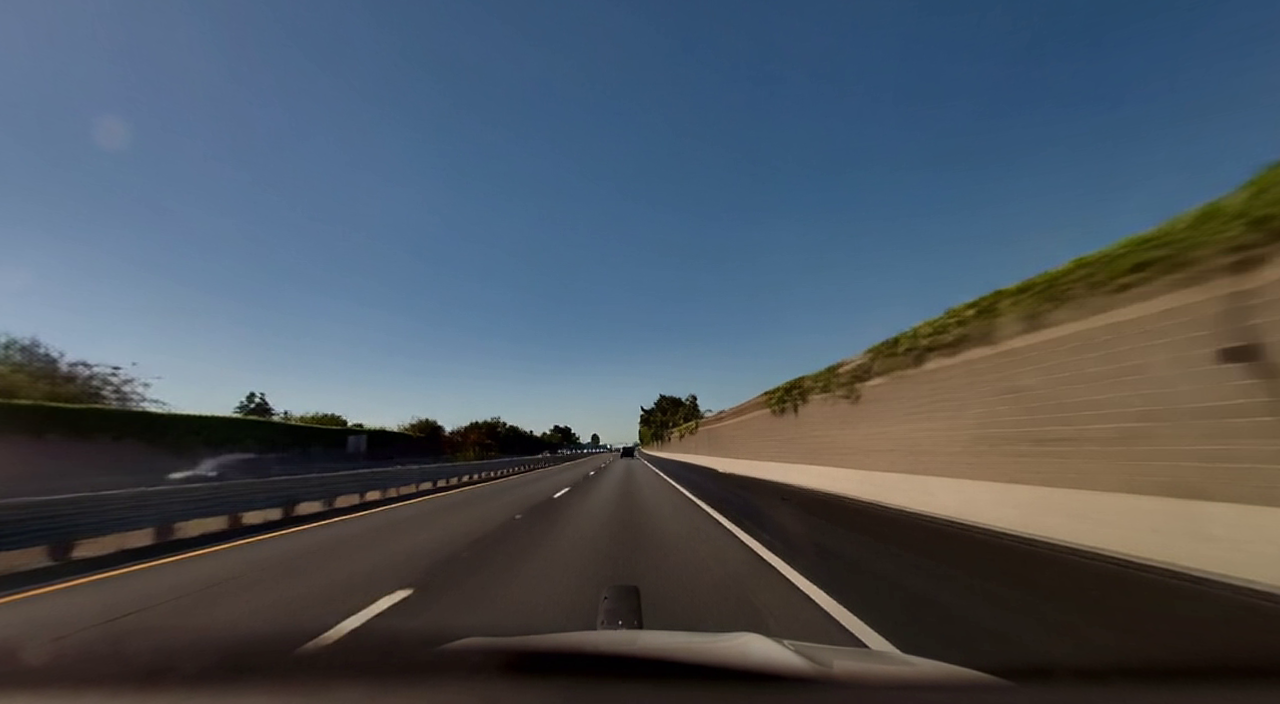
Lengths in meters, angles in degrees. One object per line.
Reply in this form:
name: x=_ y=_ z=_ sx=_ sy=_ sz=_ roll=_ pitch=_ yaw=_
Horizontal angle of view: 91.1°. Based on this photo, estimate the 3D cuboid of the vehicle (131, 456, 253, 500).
vehicle: x=-16.984 y=4.774 z=24.113 sx=1.845 sy=1.505 sz=3.833 roll=0 pitch=-9 yaw=-1
